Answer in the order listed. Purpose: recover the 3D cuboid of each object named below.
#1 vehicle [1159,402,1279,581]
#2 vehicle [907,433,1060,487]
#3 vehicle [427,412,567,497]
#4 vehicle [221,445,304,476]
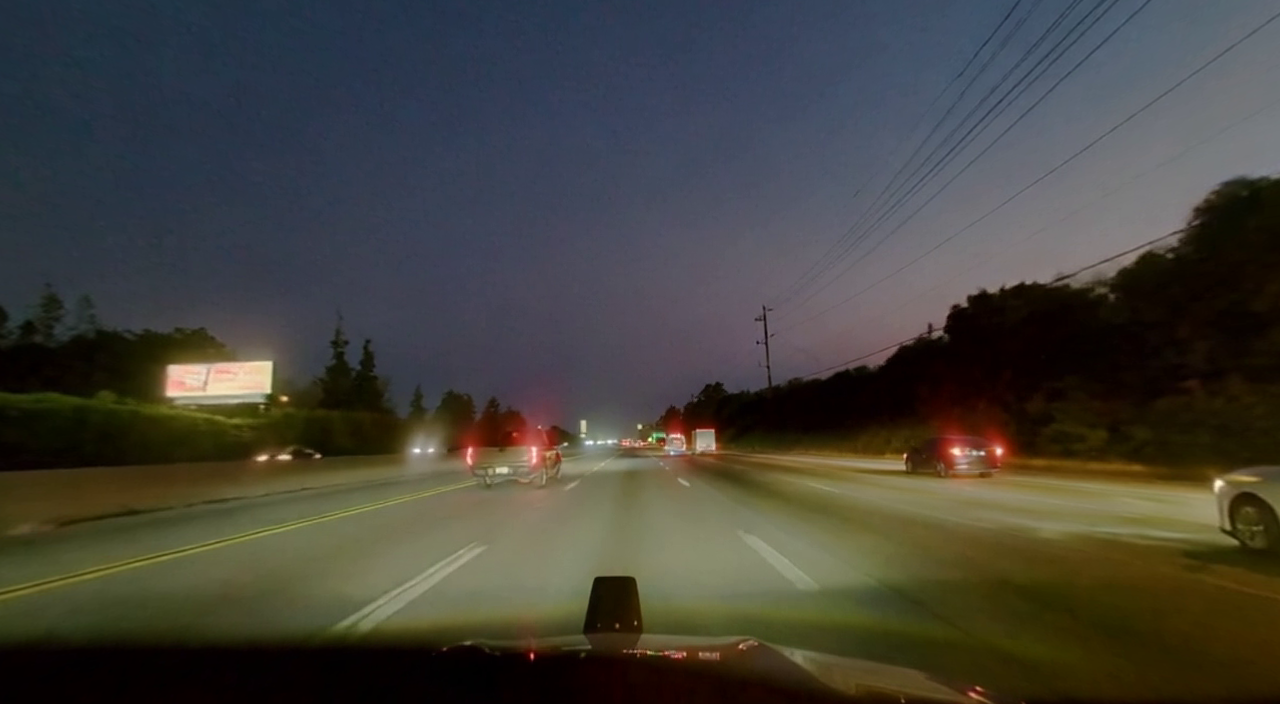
[{"bbox_3d":[6.975,1.164,4.942,1.976,1.646,4.370,0,-8,-1],"label":"vehicle"},{"bbox_3d":[10.495,3.334,19.747,2.076,1.470,4.644,0,-8,-1],"label":"vehicle"},{"bbox_3d":[-3.812,2.938,18.335,2.508,2.023,6.176,0,-8,1],"label":"vehicle"},{"bbox_3d":[-21.806,6.265,36.630,1.970,1.705,4.552,0,-8,0],"label":"vehicle"}]
